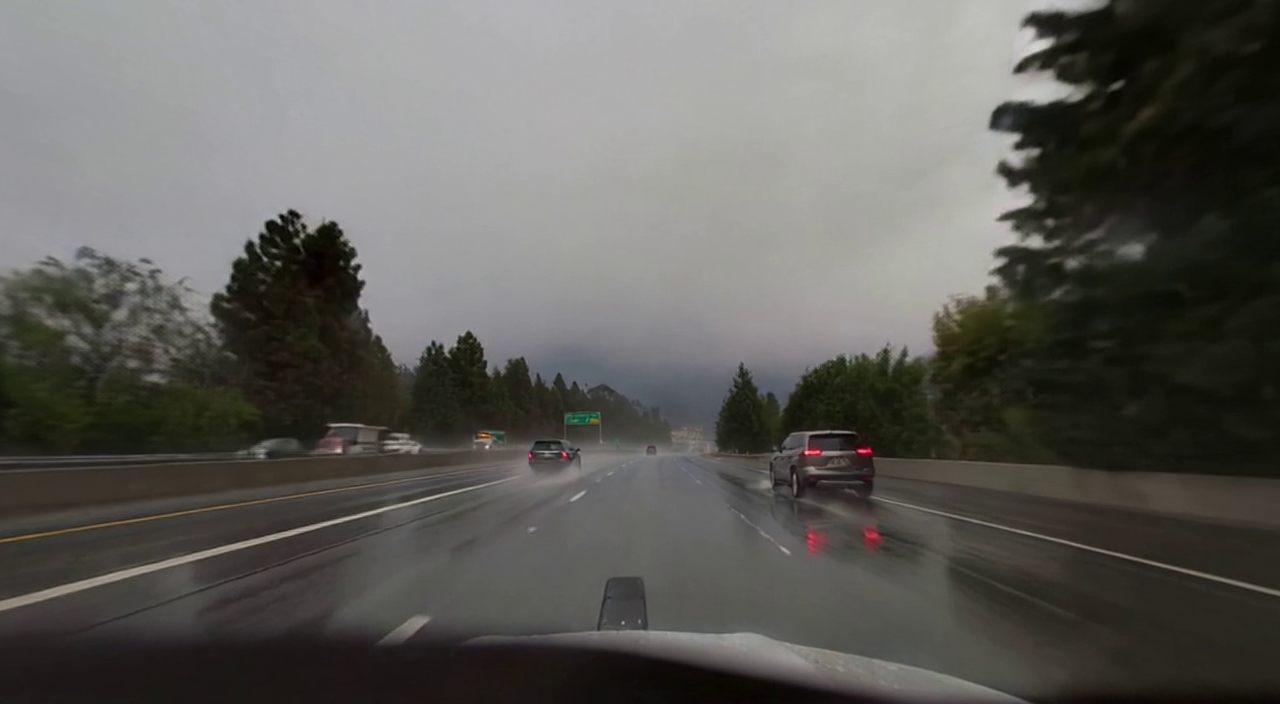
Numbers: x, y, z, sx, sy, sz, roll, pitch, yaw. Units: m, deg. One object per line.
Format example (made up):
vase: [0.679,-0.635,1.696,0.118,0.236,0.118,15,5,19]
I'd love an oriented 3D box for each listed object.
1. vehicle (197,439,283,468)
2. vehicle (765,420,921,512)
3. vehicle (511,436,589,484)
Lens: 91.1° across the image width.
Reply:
vehicle: [-24.776,6.303,39.120,2.015,1.650,4.858,-1,-9,2]
vehicle: [4.465,2.593,14.705,2.149,1.796,4.487,0,-9,0]
vehicle: [-3.240,3.996,23.505,2.166,1.608,4.297,0,-8,2]
